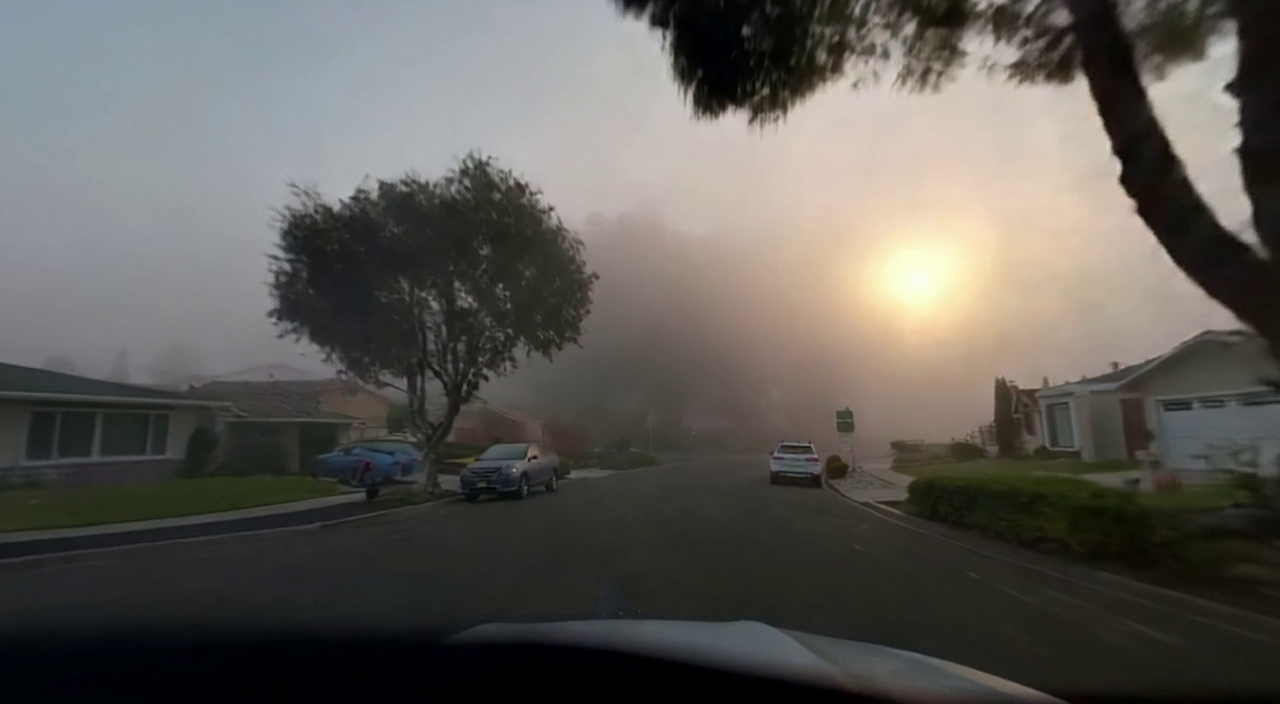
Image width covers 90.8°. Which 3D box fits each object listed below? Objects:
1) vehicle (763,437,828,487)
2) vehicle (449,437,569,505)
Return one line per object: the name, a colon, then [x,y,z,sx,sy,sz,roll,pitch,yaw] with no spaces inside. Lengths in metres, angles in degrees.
vehicle: [5.865,4.095,23.817,2.075,1.657,4.648,-2,-9,14]
vehicle: [-3.844,3.549,19.419,2.041,1.762,4.508,-4,-8,10]
